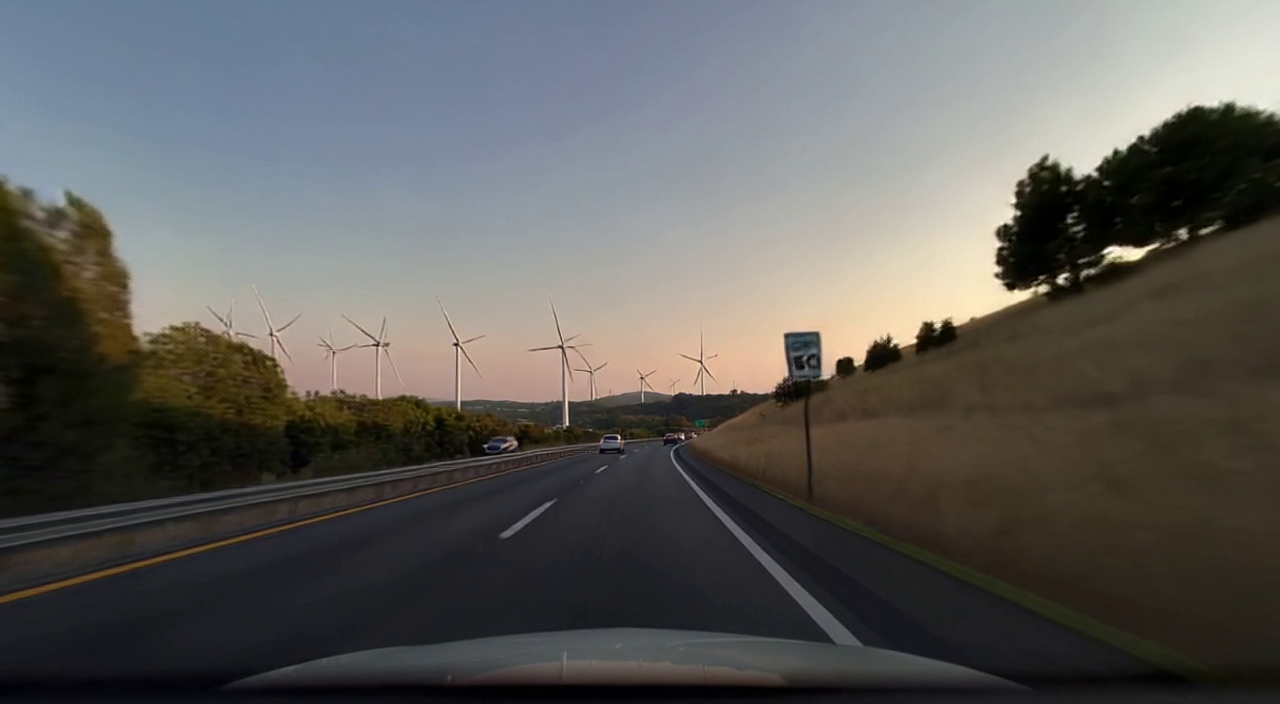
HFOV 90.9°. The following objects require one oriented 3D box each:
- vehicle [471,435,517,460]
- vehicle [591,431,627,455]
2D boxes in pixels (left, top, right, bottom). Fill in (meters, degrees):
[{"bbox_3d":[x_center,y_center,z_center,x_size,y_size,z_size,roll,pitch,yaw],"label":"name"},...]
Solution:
[{"bbox_3d":[-9.048,5.931,39.372,1.850,1.450,3.951,0,-8,2],"label":"vehicle"},{"bbox_3d":[-2.115,6.403,44.554,2.123,1.629,4.180,0,-8,3],"label":"vehicle"}]
